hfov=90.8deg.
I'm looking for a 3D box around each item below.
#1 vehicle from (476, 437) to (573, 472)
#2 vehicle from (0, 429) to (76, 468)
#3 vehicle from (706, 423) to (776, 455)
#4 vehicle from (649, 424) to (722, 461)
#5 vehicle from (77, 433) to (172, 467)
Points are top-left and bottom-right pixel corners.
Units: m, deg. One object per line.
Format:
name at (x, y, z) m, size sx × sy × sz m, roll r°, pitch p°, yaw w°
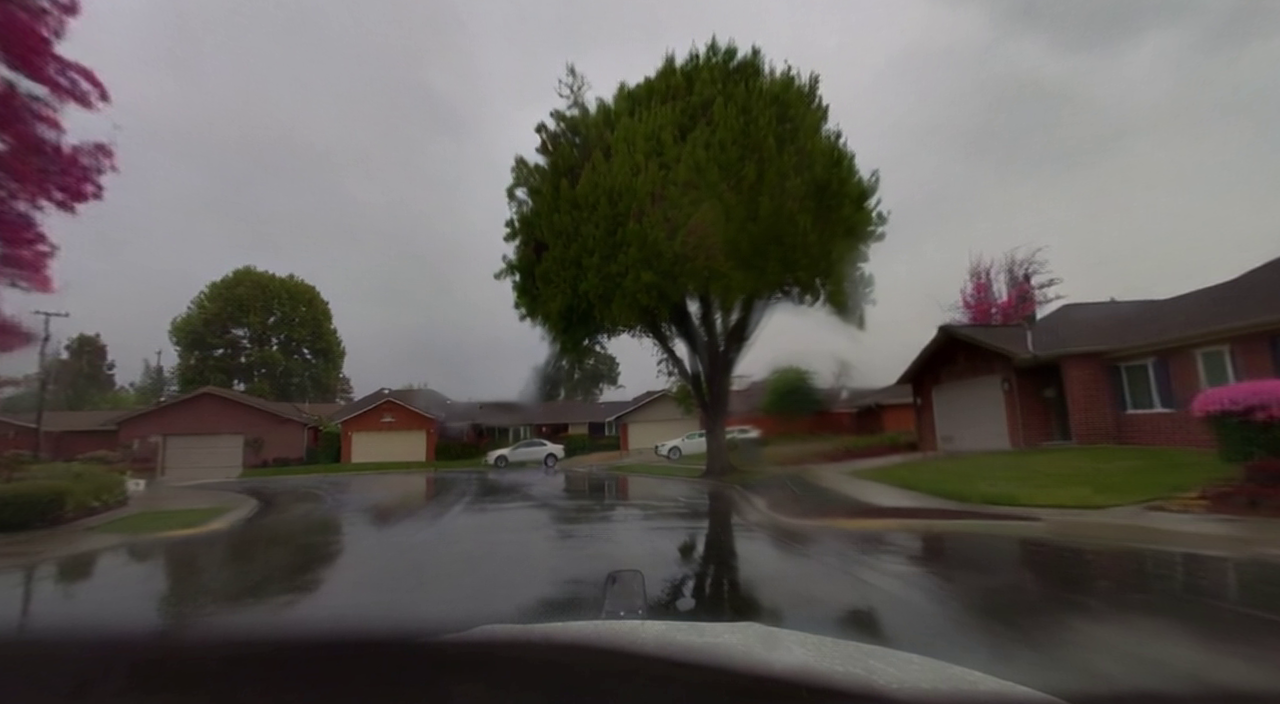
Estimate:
vehicle at (-6.290, 5.650, 34.832) m, size 4.815 × 1.827 × 2.147 m, roll -1°, pitch -9°, yaw 7°
vehicle at (-29.089, 4.439, 29.041) m, size 4.435 × 1.707 × 2.046 m, roll -1°, pitch -9°, yaw 5°
vehicle at (6.173, 5.307, 38.203) m, size 2.152 × 1.773 × 4.495 m, roll -7°, pitch -11°, yaw 39°
vehicle at (2.835, 5.445, 38.441) m, size 2.310 × 1.701 × 4.280 m, roll -4°, pitch -2°, yaw 39°
vehicle at (-28.365, 5.380, 34.772) m, size 4.237 × 1.728 × 2.203 m, roll -4°, pitch -10°, yaw 24°
